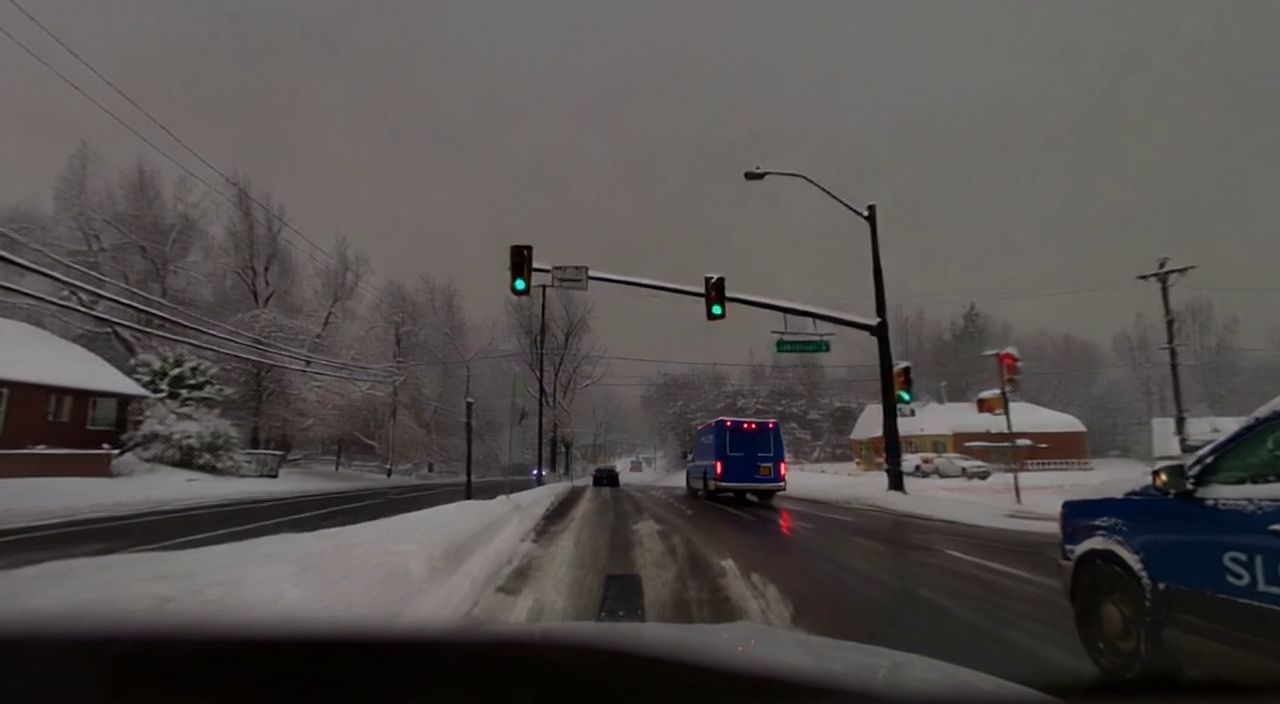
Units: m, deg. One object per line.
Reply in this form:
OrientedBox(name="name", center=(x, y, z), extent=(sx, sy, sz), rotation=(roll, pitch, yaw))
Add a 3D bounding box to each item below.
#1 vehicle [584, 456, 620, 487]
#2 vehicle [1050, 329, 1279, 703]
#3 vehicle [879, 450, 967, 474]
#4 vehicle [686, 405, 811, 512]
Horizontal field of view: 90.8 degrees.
OrientedBox(name="vehicle", center=(-2.389, 7.349, 39.070), extent=(2.114, 1.707, 3.725), rotation=(0, -8, -5))
OrientedBox(name="vehicle", center=(4.262, 0.733, 2.306), extent=(2.194, 1.922, 4.822), rotation=(0, -8, -1))
OrientedBox(name="vehicle", center=(18.335, 7.101, 40.971), extent=(4.868, 1.455, 2.054), rotation=(-5, -10, 31))
OrientedBox(name="vehicle", center=(2.990, 3.130, 19.033), extent=(2.406, 2.687, 5.521), rotation=(0, -8, -4))
